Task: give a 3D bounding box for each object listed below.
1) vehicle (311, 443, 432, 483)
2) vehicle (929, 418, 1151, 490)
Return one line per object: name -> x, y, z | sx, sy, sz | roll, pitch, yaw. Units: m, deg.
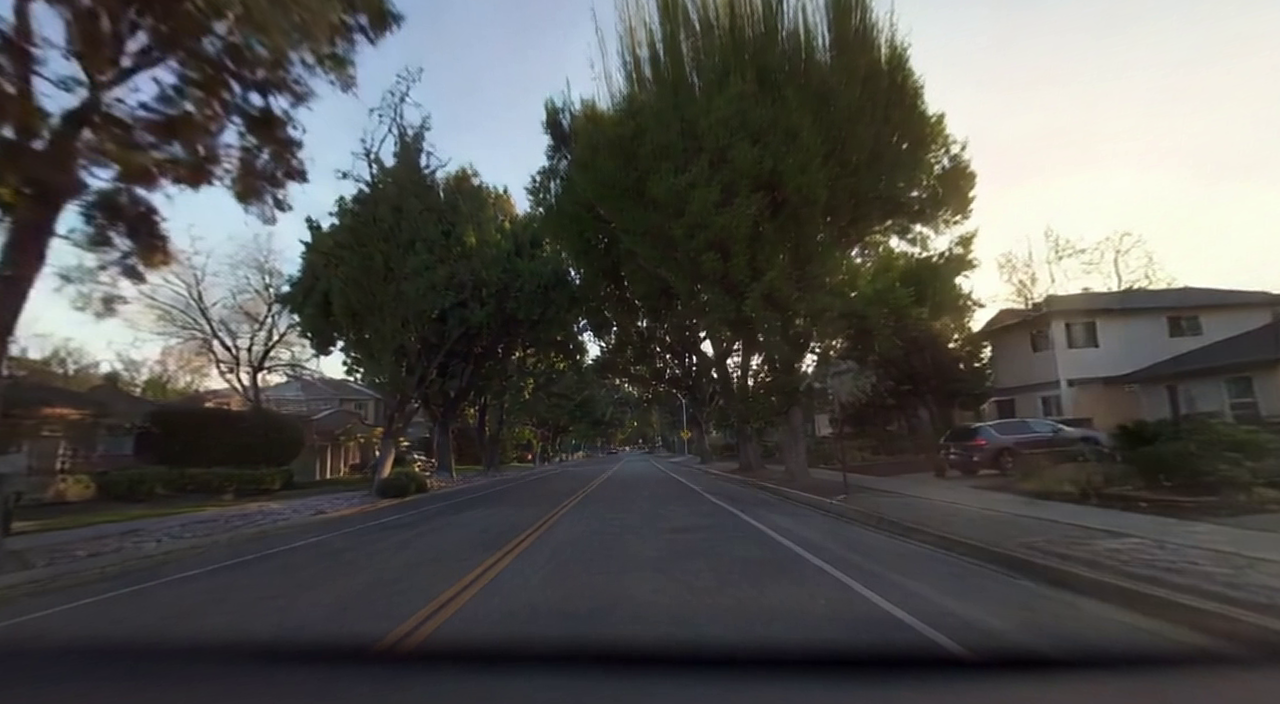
vehicle -> -12.974, 5.375, 30.780 | 4.928, 1.848, 2.041 | 0, -9, 0
vehicle -> 10.314, 2.662, 16.621 | 4.449, 1.765, 1.917 | 0, -9, 3
